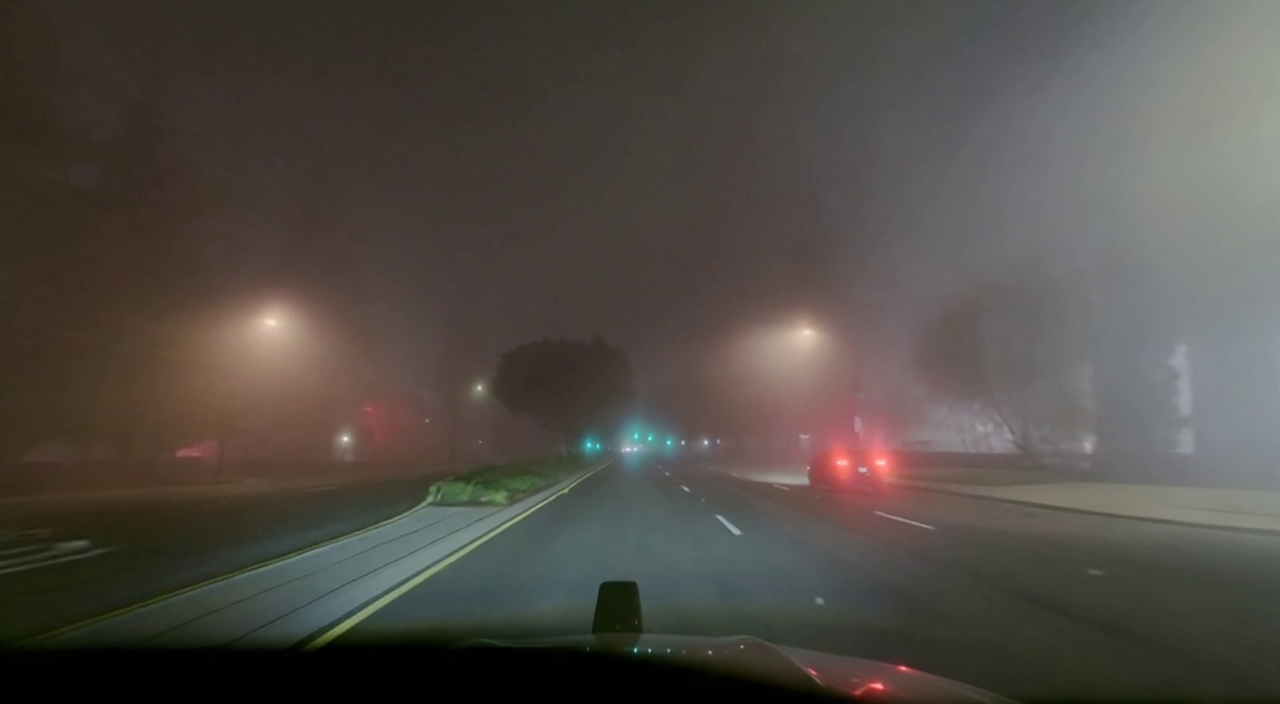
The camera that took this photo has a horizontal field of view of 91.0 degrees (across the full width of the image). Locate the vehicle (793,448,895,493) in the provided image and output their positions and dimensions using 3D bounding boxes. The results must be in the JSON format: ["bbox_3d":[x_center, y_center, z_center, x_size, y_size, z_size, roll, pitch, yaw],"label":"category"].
[{"bbox_3d":[7.084,4.156,22.452,2.054,1.421,4.487,0,-9,-1],"label":"vehicle"}]
